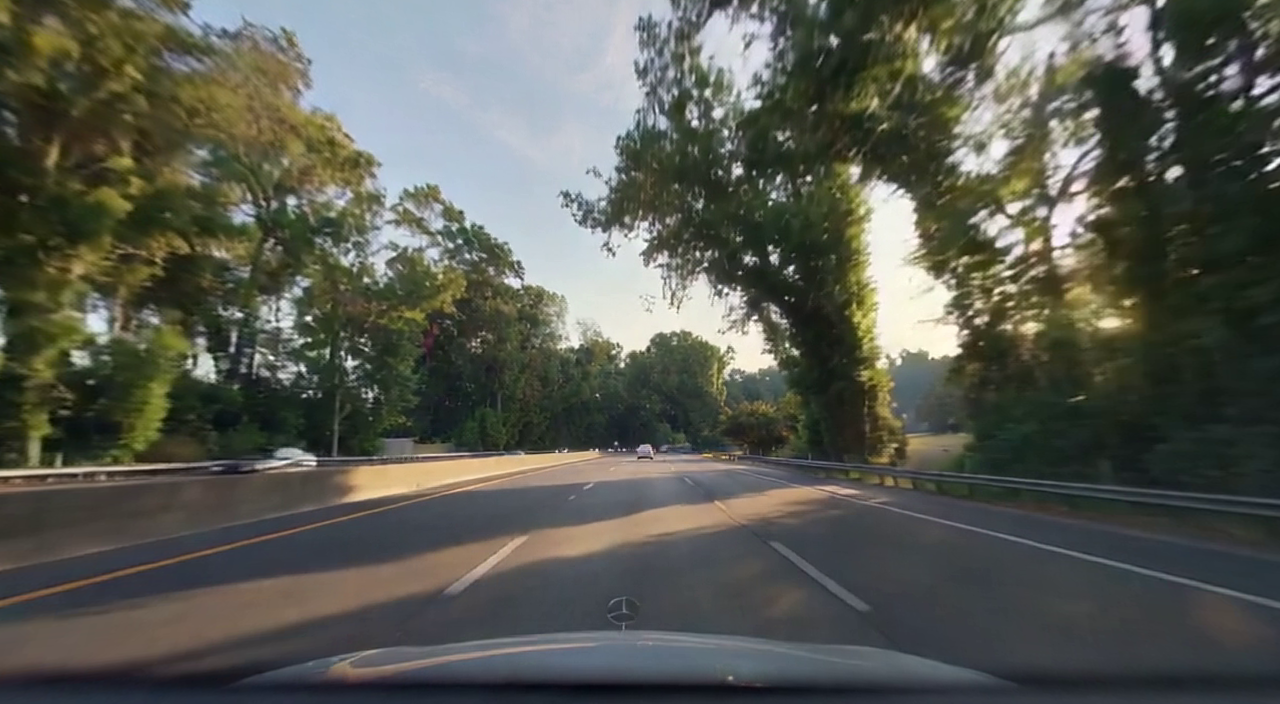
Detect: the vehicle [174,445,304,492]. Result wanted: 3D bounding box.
[{"bbox_3d":[-15.352,4.455,24.468,2.083,1.635,4.412,0,-9,0],"label":"vehicle"}]
